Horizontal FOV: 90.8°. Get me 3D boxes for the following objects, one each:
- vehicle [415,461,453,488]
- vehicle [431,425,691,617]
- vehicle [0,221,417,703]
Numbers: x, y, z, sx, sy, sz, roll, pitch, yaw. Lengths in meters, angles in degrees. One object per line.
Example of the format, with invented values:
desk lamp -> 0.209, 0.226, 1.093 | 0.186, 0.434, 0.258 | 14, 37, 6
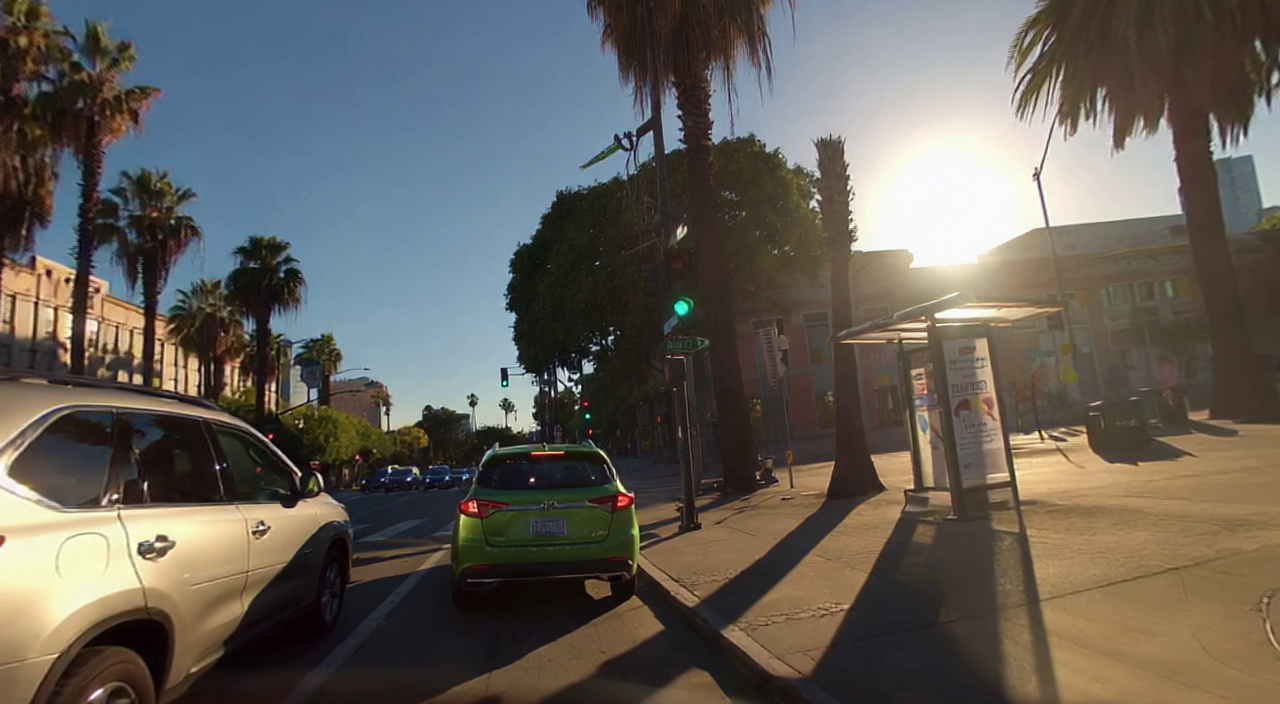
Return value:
vehicle -> -14.624, 8.683, 44.984 | 1.964, 1.642, 4.085 | 1, -9, -10
vehicle -> -1.015, 1.652, 7.236 | 2.065, 1.467, 4.289 | 2, -9, -11
vehicle -> -2.765, 0.910, 3.222 | 2.098, 1.851, 4.571 | 1, -9, -7
